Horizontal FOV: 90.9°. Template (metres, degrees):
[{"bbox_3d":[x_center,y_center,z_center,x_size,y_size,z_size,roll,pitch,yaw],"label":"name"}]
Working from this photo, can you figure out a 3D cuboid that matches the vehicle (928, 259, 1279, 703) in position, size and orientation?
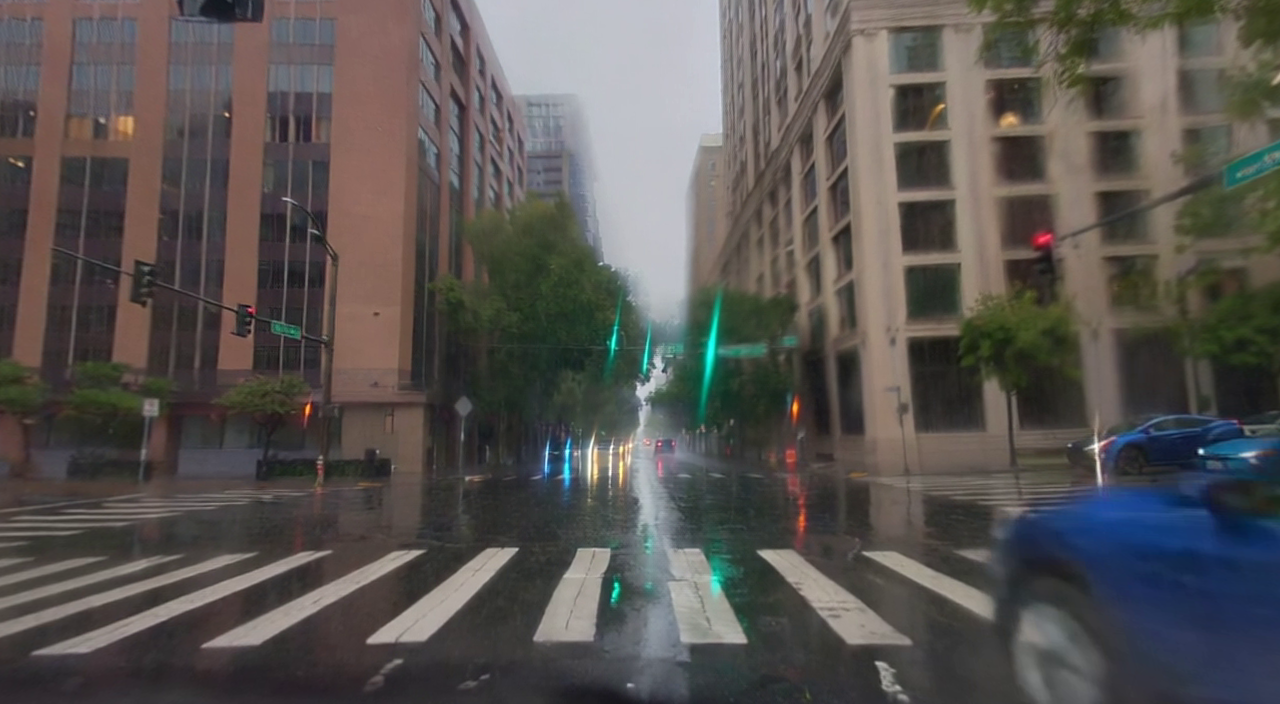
[{"bbox_3d":[2.966,0.595,1.410,2.301,1.816,4.871,0,-8,0],"label":"vehicle"}]
